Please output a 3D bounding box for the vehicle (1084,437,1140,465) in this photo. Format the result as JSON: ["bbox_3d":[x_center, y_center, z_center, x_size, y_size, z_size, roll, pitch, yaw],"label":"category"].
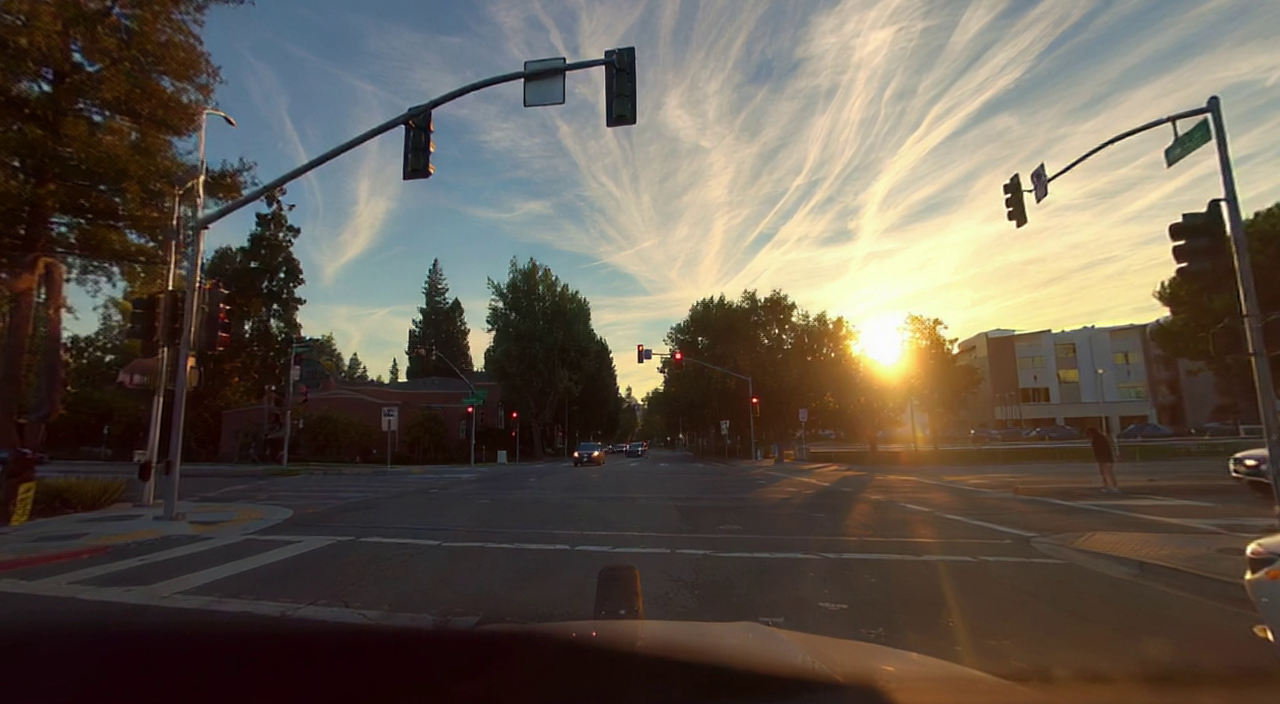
[{"bbox_3d":[27.015,5.655,36.114,2.092,1.474,4.046,-8,-11,41],"label":"vehicle"}]

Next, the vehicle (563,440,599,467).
[{"bbox_3d":[-4.061,7.105,44.308,2.251,1.756,4.610,0,-9,-2],"label":"vehicle"}]

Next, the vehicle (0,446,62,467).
[{"bbox_3d":[-42.199,7.094,42.973,4.628,1.414,1.897,-2,-9,14],"label":"vehicle"}]

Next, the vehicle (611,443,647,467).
[{"bbox_3d":[-0.803,6.830,41.992,2.056,1.492,3.937,1,-9,-6],"label":"vehicle"}]
